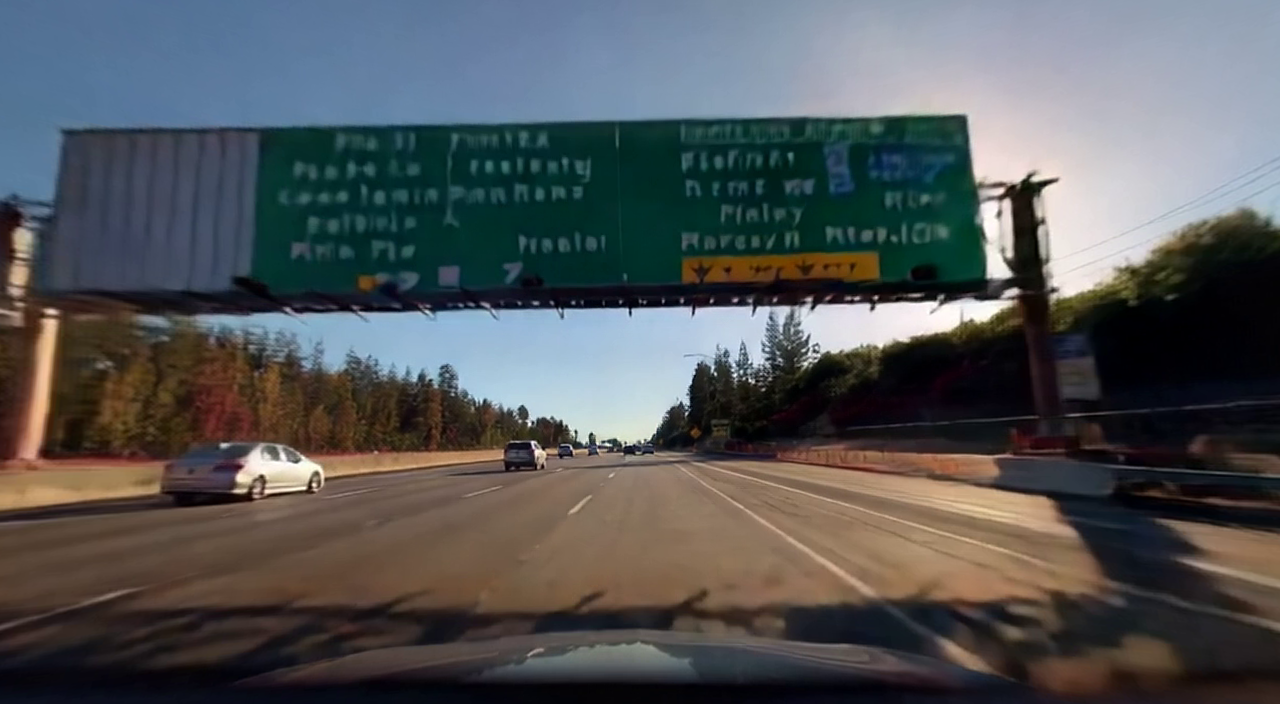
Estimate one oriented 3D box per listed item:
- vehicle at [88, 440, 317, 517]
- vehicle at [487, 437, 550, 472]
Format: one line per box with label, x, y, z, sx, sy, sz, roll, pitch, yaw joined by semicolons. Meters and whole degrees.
vehicle;-9.960;2.885;14.939;2.122;1.511;4.576;0;-9;0
vehicle;-6.428;5.475;33.794;2.402;1.733;4.512;0;-9;1
